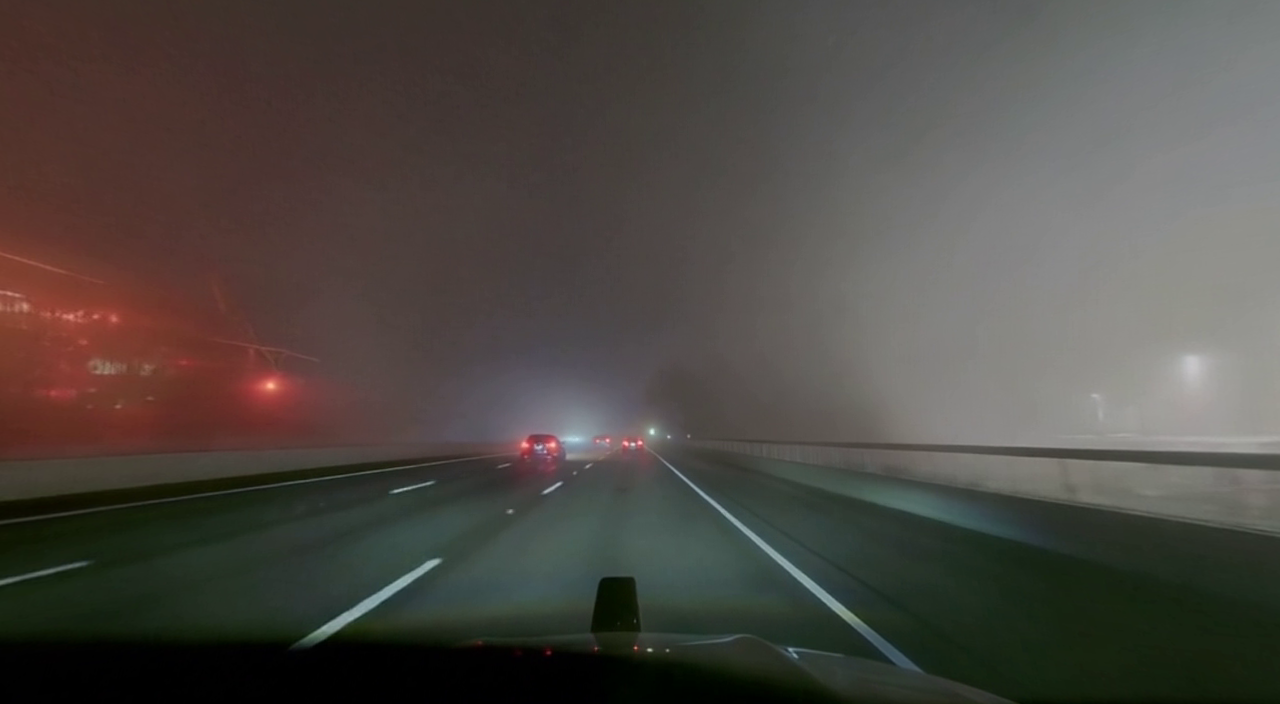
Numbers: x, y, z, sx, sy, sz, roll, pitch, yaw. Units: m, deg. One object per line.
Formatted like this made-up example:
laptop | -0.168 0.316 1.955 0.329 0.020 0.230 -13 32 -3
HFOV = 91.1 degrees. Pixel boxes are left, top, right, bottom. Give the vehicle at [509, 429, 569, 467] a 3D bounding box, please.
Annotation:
vehicle | -4.572 4.415 29.111 2.036 1.612 4.510 0 -8 0
